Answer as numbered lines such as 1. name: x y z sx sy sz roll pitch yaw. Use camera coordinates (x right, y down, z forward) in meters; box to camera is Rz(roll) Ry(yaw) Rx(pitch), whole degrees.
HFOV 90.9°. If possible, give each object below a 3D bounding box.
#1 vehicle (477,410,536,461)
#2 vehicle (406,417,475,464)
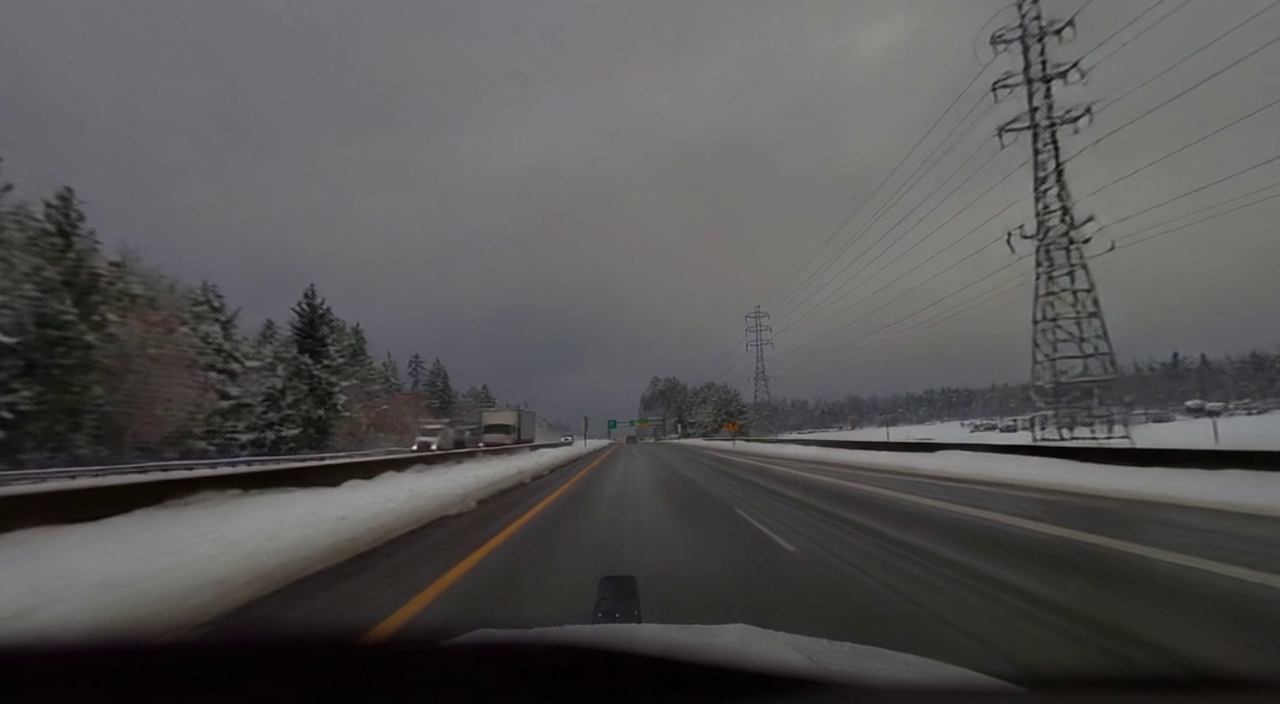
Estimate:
1. vehicle: -9.544 6.088 45.967 2.646 3.377 7.637 0 -8 0
2. vehicle: -14.317 6.426 45.991 2.713 3.022 7.818 2 -8 -2
